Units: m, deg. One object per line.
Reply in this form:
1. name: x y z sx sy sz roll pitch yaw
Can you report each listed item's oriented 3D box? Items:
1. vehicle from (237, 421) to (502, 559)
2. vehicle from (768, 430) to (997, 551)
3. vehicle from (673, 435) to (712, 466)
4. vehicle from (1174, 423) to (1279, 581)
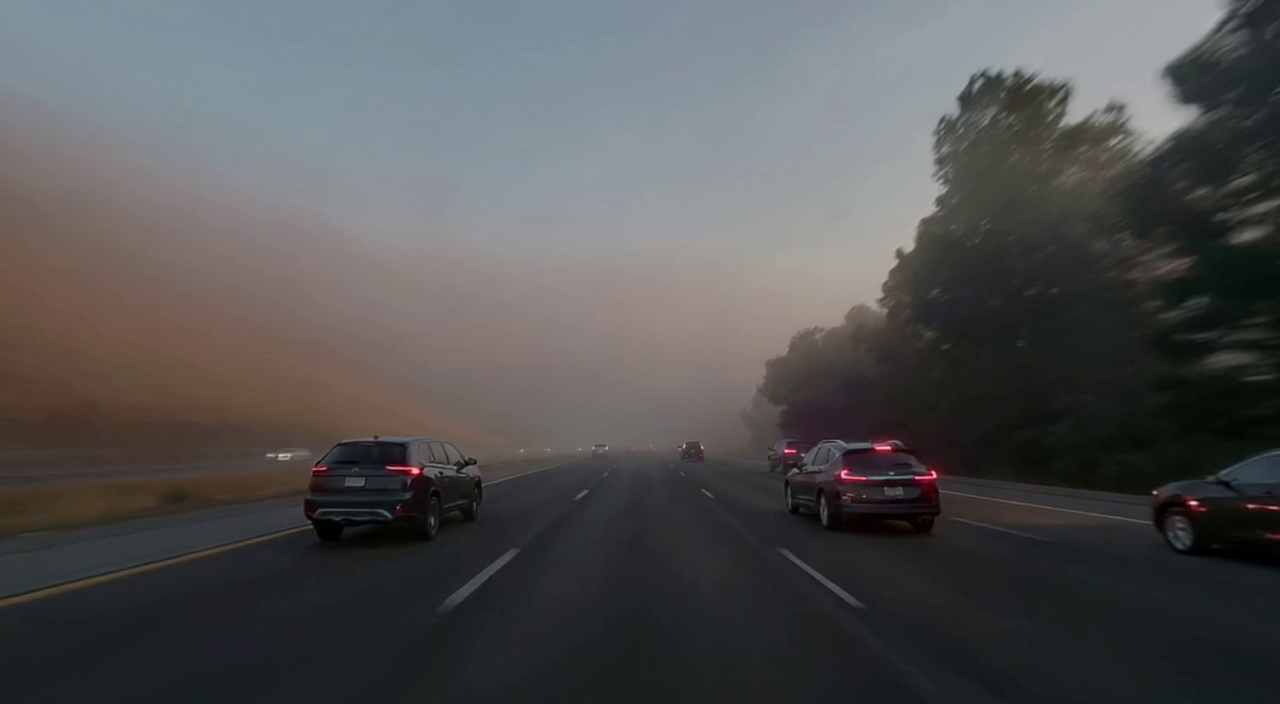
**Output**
1. vehicle: -3.805 2.019 9.981 2.166 1.672 4.388 0 -8 1
2. vehicle: 3.470 2.054 10.077 1.941 1.481 4.300 0 -8 0
3. vehicle: 3.476 6.603 42.502 2.121 1.925 5.056 0 -8 -1
4. vehicle: 7.115 1.227 4.674 2.035 1.486 4.867 0 -8 0
